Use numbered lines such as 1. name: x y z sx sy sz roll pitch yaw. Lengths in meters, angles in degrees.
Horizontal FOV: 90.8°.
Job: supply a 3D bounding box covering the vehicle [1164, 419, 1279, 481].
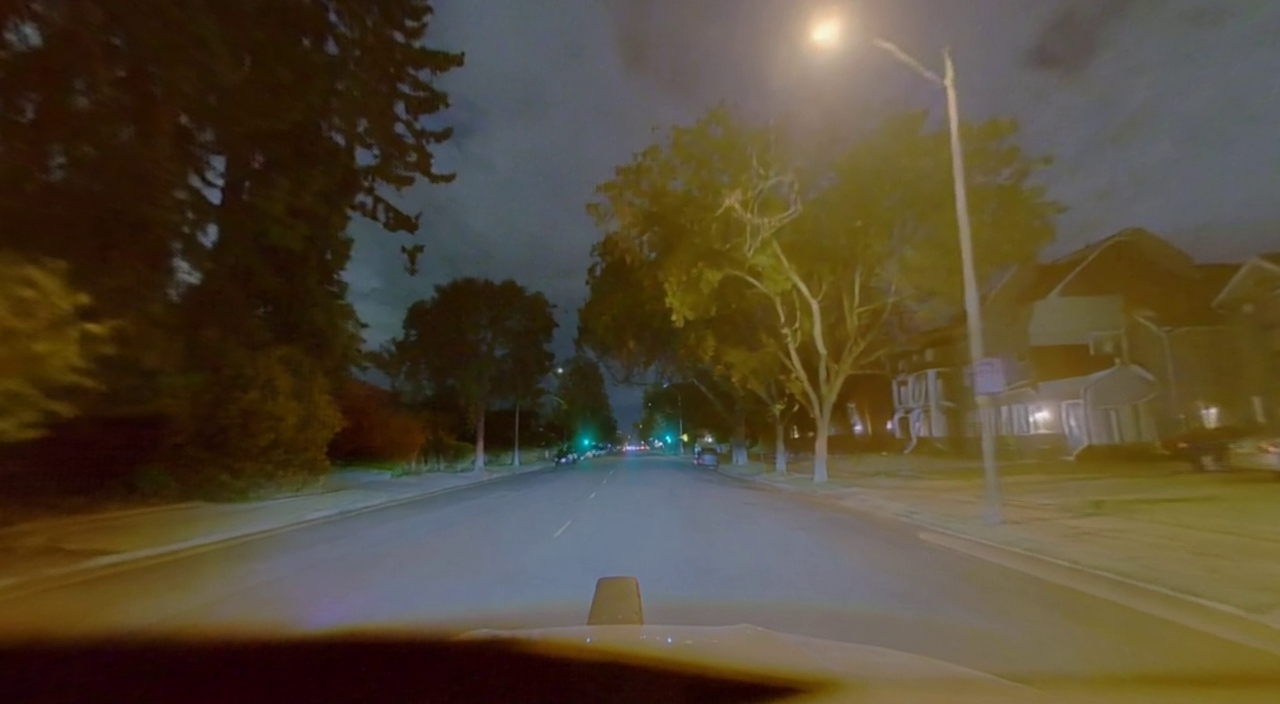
1. vehicle: 16.669 2.531 16.443 4.257 1.473 1.999 0 -8 -1
